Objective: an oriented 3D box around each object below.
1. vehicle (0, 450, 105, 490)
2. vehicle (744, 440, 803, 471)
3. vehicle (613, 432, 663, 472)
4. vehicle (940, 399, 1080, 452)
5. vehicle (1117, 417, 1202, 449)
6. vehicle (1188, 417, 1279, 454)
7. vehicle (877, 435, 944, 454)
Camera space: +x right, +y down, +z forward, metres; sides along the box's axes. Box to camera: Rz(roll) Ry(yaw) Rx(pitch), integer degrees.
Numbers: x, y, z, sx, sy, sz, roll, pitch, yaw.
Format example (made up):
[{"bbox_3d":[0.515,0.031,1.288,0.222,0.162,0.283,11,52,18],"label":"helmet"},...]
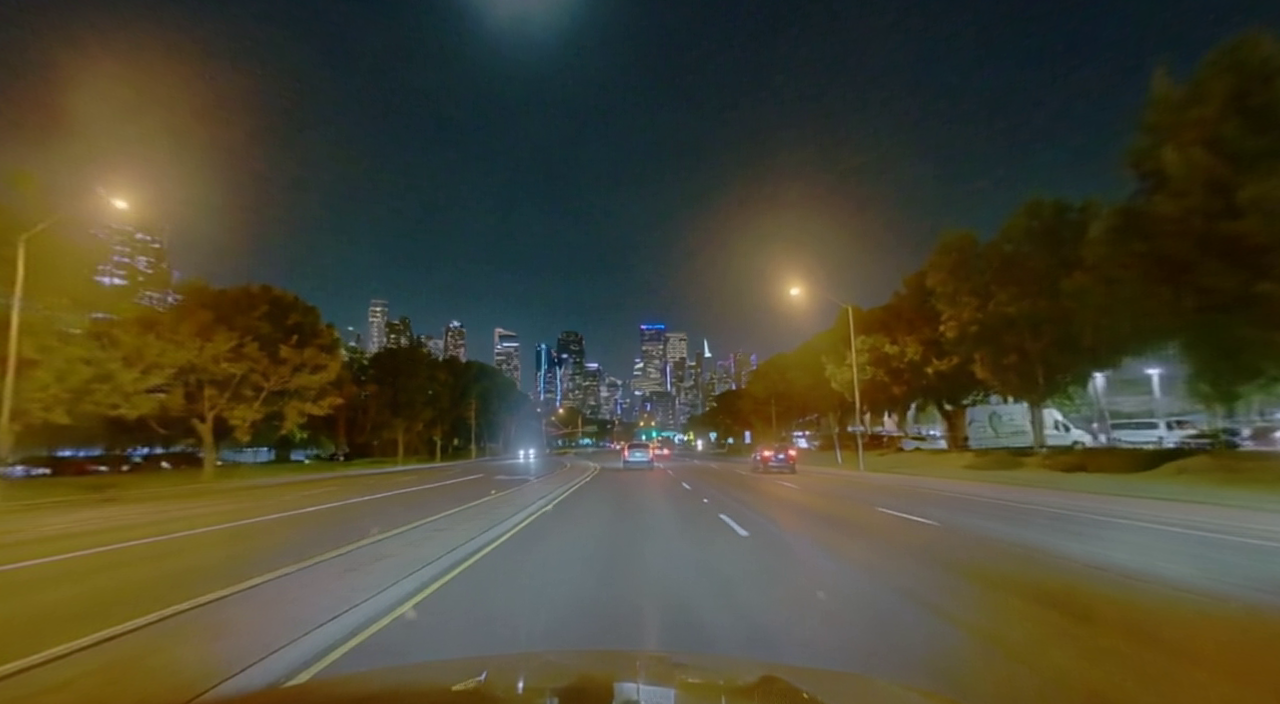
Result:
[{"bbox_3d":[-26.980,5.202,28.037,4.541,1.676,2.063,0,-8,0],"label":"vehicle"},{"bbox_3d":[7.004,5.477,33.652,2.029,1.548,4.422,0,-8,-2],"label":"vehicle"},{"bbox_3d":[-0.160,4.875,30.870,2.227,1.794,4.457,0,-8,-2],"label":"vehicle"},{"bbox_3d":[23.977,4.812,41.202,7.258,3.283,2.680,0,-8,0],"label":"vehicle"},{"bbox_3d":[36.664,5.758,44.793,2.004,2.133,4.736,0,-8,2],"label":"vehicle"},{"bbox_3d":[30.031,4.149,31.215,2.138,1.531,4.436,-3,-11,6],"label":"vehicle"},{"bbox_3d":[20.938,7.147,49.003,4.249,1.420,2.039,0,-8,-1],"label":"vehicle"}]
